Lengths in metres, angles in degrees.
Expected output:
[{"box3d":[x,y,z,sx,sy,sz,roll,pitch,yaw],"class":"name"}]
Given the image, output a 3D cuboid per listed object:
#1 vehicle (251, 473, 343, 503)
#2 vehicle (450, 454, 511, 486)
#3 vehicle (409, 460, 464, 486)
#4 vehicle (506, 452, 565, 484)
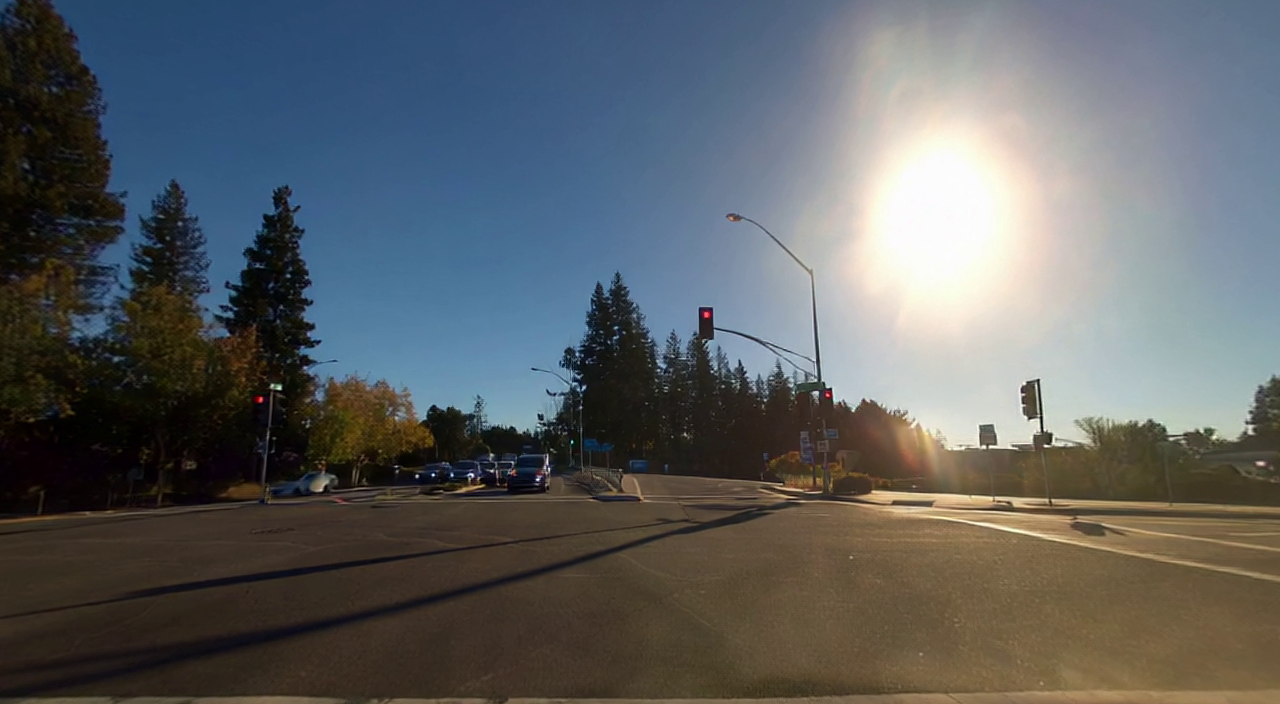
[{"box3d":[-21.110,8.323,38.933,2.029,1.500,4.491,-7,-11,38],"class":"vehicle"},{"box3d":[-8.030,5.973,32.082,1.960,1.433,4.213,0,-8,1],"class":"vehicle"},{"box3d":[-15.517,9.200,48.316,2.050,1.755,5.135,-1,-9,6],"class":"vehicle"},{"box3d":[-5.226,5.855,32.108,2.107,1.456,4.728,0,-8,1],"class":"vehicle"}]
